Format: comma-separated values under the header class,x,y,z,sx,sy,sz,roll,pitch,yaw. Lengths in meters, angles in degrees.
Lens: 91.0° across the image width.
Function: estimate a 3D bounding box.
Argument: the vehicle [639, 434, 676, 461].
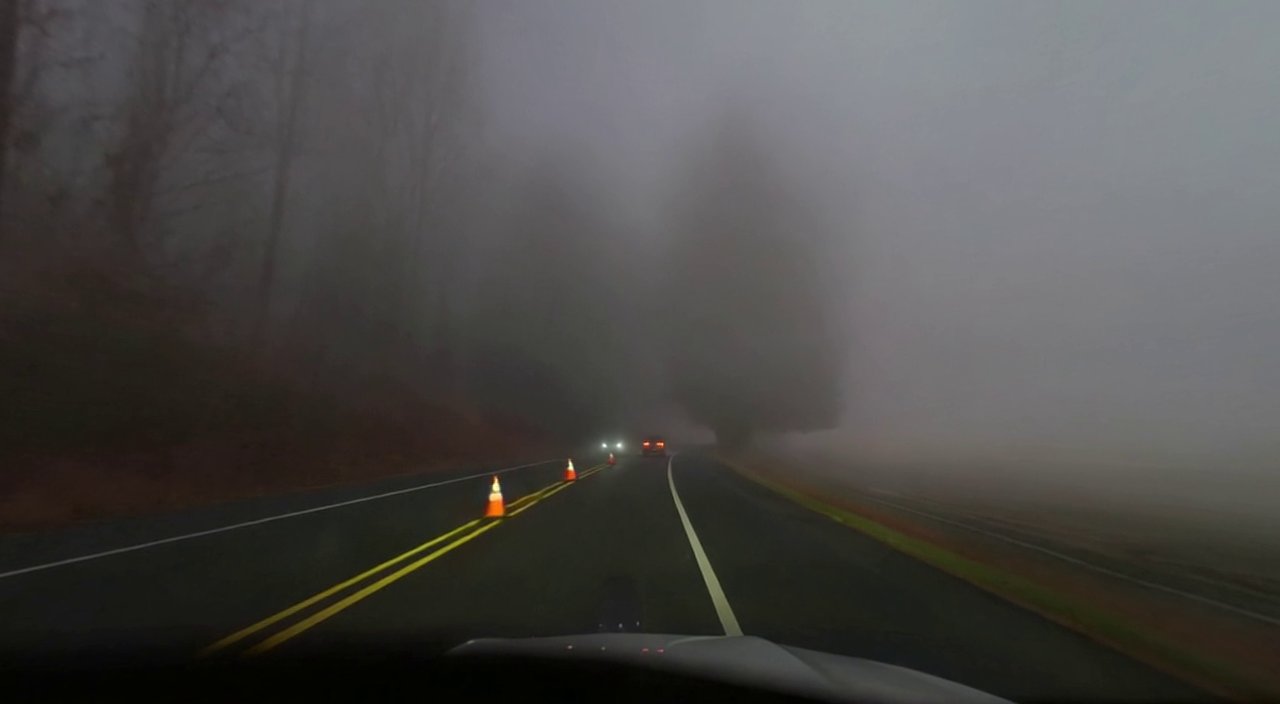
class,x,y,z,sx,sy,sz,roll,pitch,yaw
vehicle,1.089,5.592,37.066,2.042,1.489,3.963,0,-8,3
